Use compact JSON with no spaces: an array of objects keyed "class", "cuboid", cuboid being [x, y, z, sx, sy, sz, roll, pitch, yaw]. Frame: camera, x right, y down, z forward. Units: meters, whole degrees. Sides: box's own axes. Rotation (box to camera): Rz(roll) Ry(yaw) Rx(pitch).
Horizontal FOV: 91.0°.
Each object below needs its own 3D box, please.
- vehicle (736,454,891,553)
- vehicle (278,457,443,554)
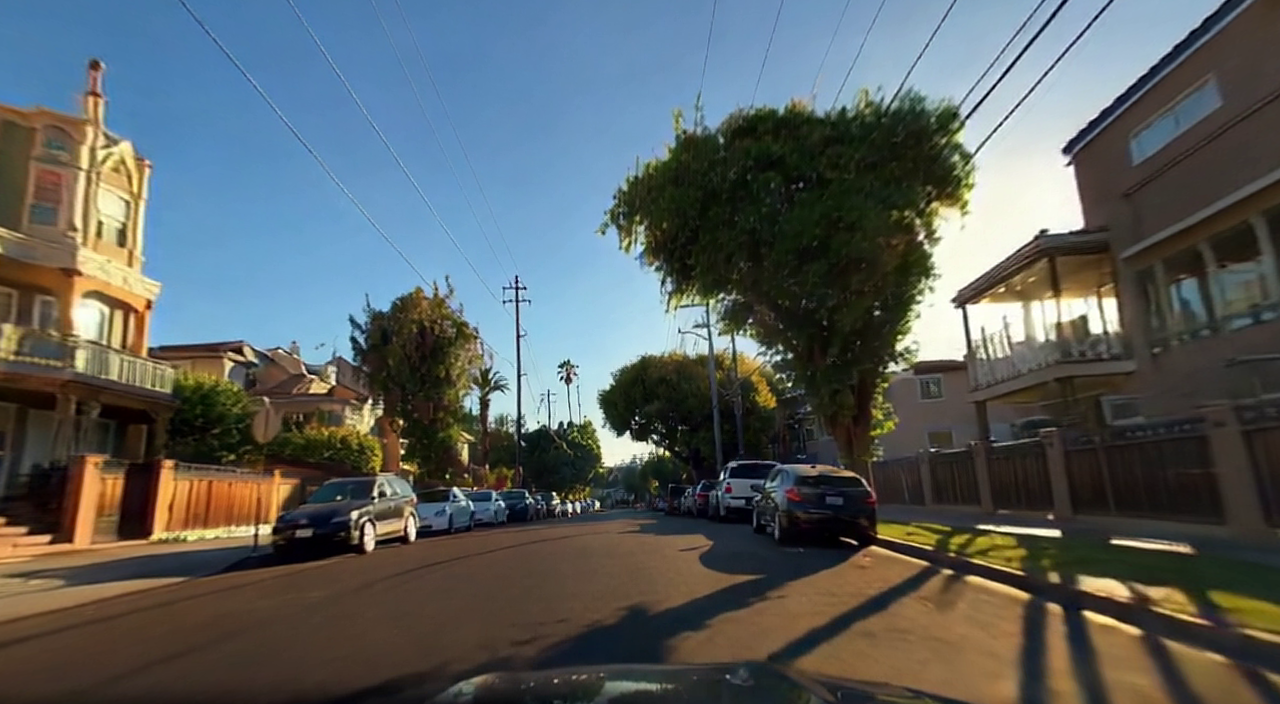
[{"class":"vehicle","cuboid":[3.048,2.713,11.953,1.756,1.455,3.965,0,-8,-1]},{"class":"vehicle","cuboid":[-6.521,3.560,15.486,1.933,1.824,5.142,0,-8,-3]}]
